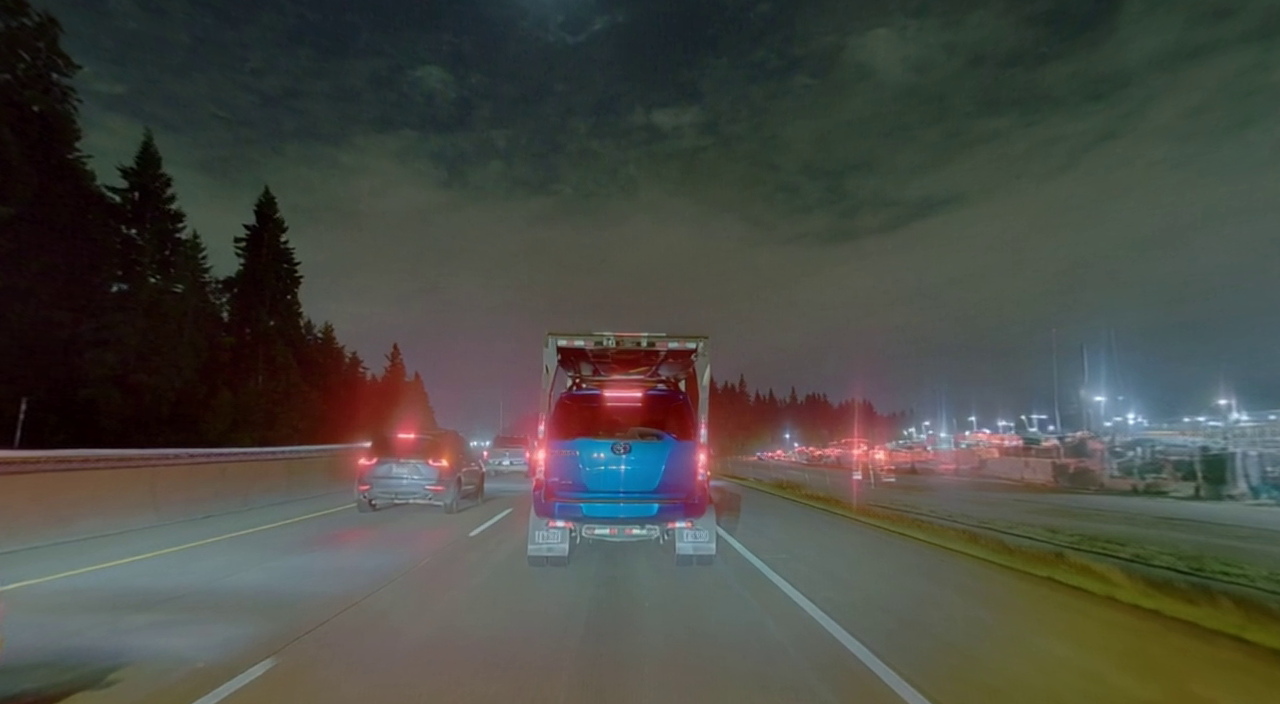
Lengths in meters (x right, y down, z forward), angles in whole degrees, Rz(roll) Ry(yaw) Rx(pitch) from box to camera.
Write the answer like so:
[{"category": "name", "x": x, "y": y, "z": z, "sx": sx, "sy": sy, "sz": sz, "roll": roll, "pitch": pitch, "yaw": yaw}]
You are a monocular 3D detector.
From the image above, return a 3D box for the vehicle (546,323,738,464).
[{"category": "vehicle", "x": -0.087, "y": 0.812, "z": 9.514, "sx": 2.156, "sy": 1.604, "sz": 4.680, "roll": 0, "pitch": -9, "yaw": -3}]

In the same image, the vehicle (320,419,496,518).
[{"category": "vehicle", "x": -4.485, "y": 2.335, "z": 13.119, "sx": 2.057, "sy": 1.665, "sz": 4.572, "roll": 0, "pitch": -9, "yaw": -2}]

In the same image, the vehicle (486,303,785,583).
[{"category": "vehicle", "x": -0.227, "y": 1.590, "z": 11.119, "sx": 2.735, "sy": 2.597, "sz": 10.435, "roll": 0, "pitch": -9, "yaw": -2}]
